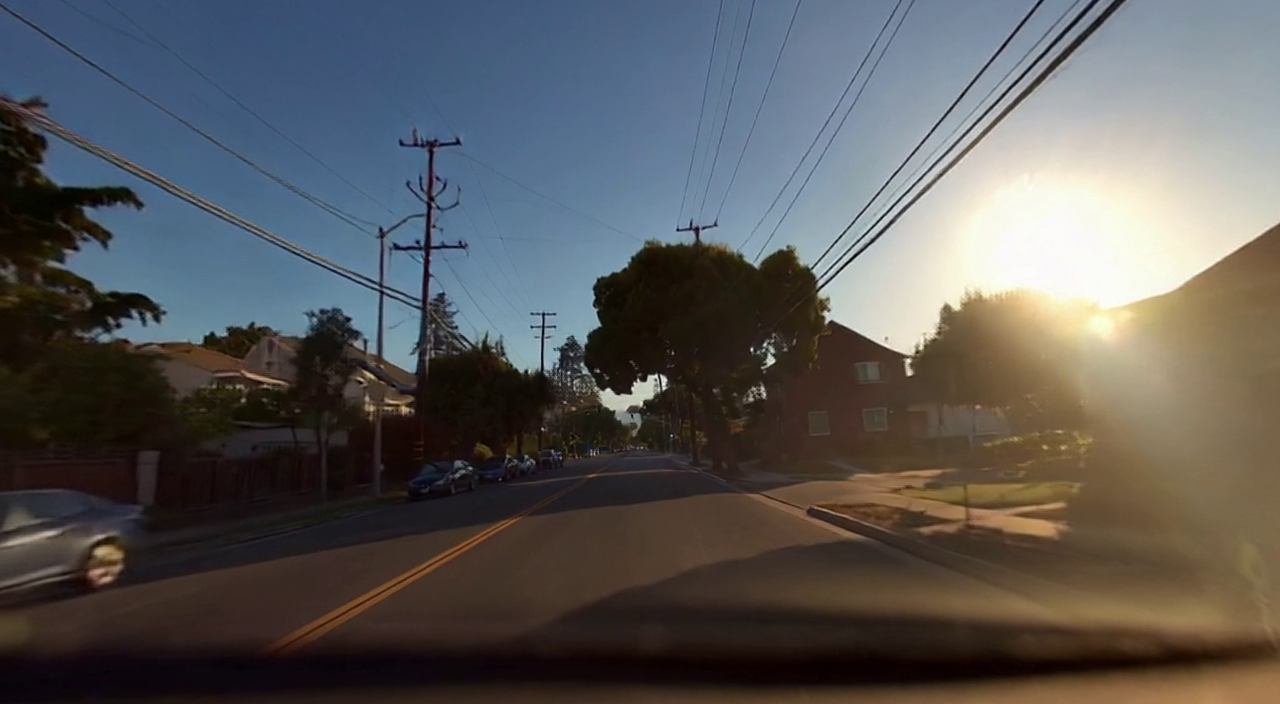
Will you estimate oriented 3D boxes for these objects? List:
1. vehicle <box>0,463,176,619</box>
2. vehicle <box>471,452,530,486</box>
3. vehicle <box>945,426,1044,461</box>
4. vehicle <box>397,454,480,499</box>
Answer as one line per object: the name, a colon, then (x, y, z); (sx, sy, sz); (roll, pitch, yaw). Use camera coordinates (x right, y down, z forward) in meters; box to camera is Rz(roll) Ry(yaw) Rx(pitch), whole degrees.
vehicle: (-7.181, 2.025, 6.289); (1.869, 1.442, 4.344); (-9, -9, -1)
vehicle: (-7.526, 6.337, 34.539); (1.839, 1.494, 4.757); (-8, -9, 2)
vehicle: (17.226, 4.485, 31.062); (1.883, 1.498, 5.152); (-2, -8, 0)
vehicle: (-7.667, 4.749, 24.444); (1.949, 1.512, 3.818); (0, -9, -1)
